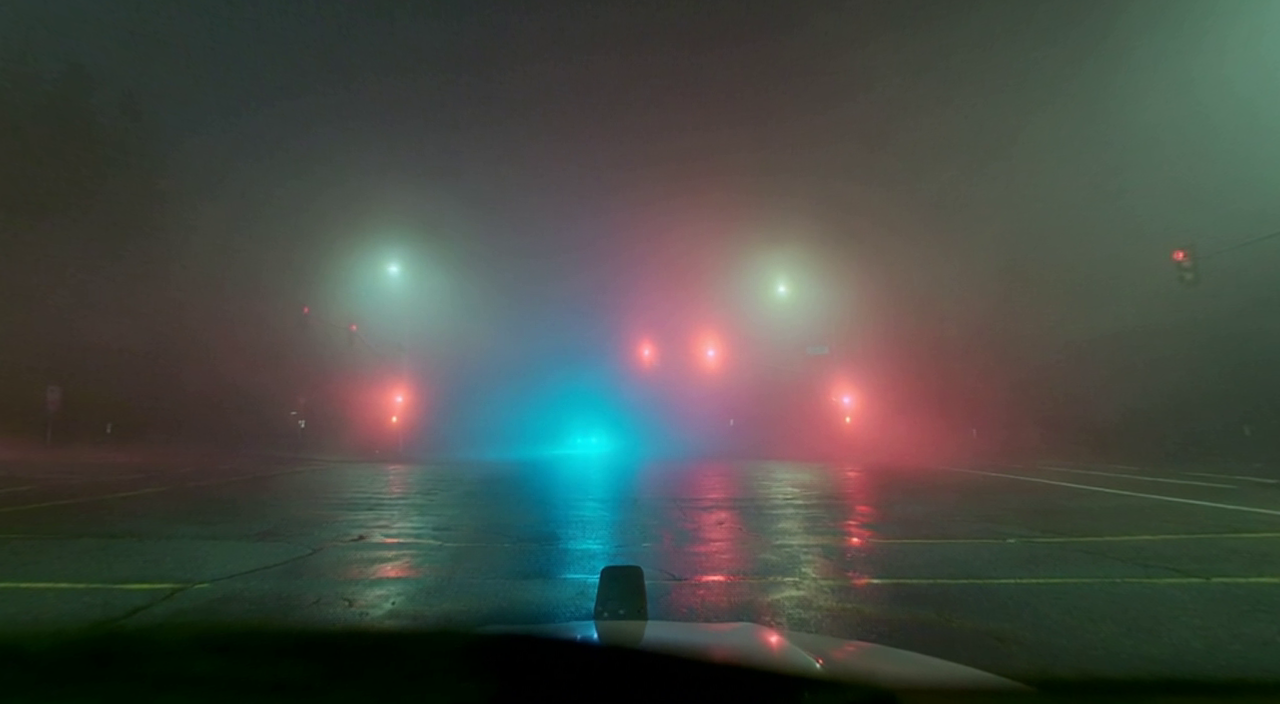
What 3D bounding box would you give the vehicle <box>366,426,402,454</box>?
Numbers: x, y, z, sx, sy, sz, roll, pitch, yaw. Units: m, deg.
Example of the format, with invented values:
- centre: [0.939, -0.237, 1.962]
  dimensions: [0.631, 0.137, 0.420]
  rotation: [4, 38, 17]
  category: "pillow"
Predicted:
- centre: [-19.986, 6.842, 48.882]
  dimensions: [1.873, 2.079, 2.879]
  rotation: [6, -10, -35]
  category: "vehicle"
